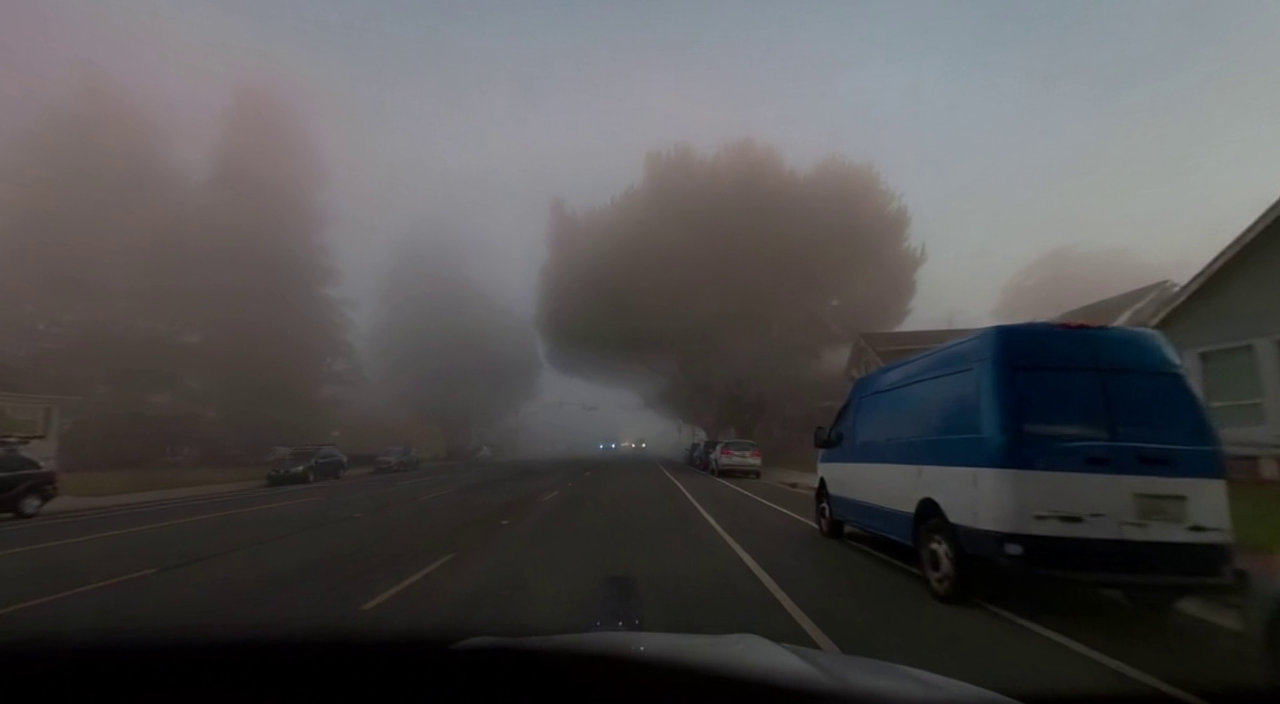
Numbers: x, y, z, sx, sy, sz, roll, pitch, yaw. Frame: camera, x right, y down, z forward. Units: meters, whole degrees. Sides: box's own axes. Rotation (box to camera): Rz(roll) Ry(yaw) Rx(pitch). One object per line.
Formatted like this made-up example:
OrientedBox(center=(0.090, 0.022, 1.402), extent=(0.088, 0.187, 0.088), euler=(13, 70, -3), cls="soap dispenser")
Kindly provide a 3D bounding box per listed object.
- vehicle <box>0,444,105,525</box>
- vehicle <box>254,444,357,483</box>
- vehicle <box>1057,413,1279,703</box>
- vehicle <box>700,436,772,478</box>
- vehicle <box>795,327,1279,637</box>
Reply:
OrientedBox(center=(-14.128, 2.689, 12.766), extent=(2.045, 1.636, 5.214), euler=(0, -8, 1), cls="vehicle")
OrientedBox(center=(-14.448, 4.792, 27.671), extent=(1.923, 1.535, 4.862), euler=(0, -8, -1), cls="vehicle")
OrientedBox(center=(3.872, 0.870, 1.871), extent=(1.994, 1.450, 4.662), euler=(0, -8, -2), cls="vehicle")
OrientedBox(center=(3.643, 4.074, 24.747), extent=(1.956, 1.468, 4.524), euler=(0, -8, -2), cls="vehicle")
OrientedBox(center=(3.741, 1.287, 7.221), extent=(2.521, 2.168, 5.478), euler=(0, -8, 0), cls="vehicle")
